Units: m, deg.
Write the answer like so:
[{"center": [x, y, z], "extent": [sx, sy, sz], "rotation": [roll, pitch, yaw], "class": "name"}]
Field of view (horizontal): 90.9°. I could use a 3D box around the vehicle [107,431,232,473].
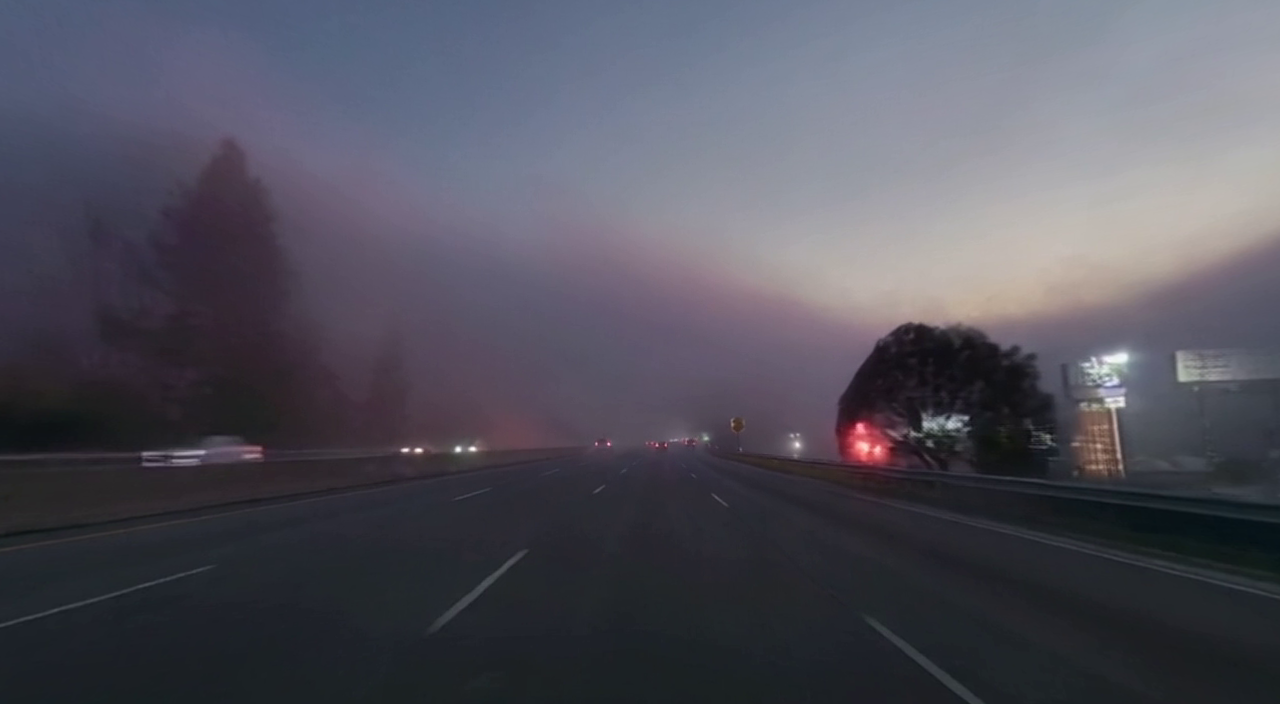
[{"center": [-17.448, 3.727, 23.637], "extent": [1.738, 1.467, 3.642], "rotation": [0, -8, 2], "class": "vehicle"}]
